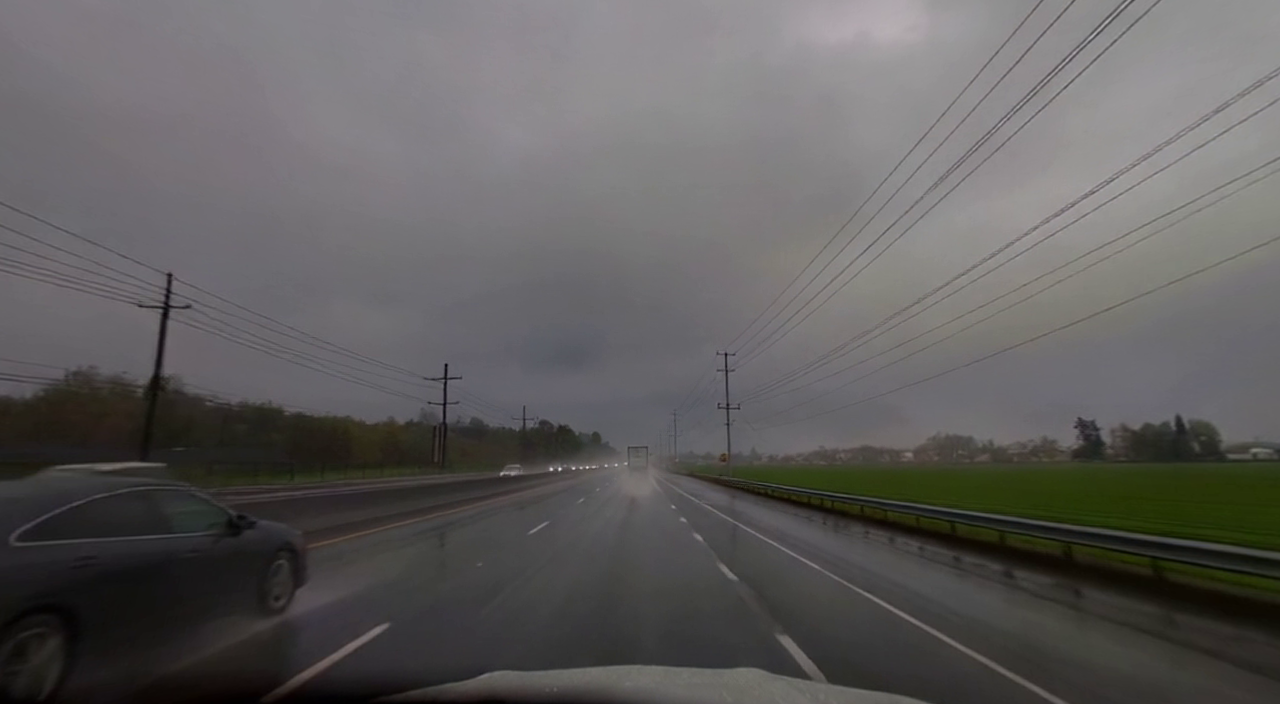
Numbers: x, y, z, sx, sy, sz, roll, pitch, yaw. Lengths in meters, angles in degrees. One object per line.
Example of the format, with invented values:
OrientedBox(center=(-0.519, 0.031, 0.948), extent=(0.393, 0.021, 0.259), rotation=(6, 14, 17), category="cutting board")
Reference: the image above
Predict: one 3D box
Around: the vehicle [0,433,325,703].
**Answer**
OrientedBox(center=(-4.013, 1.223, 3.566), extent=(2.000, 1.462, 4.721), rotation=(1, -10, 0), category="vehicle")
